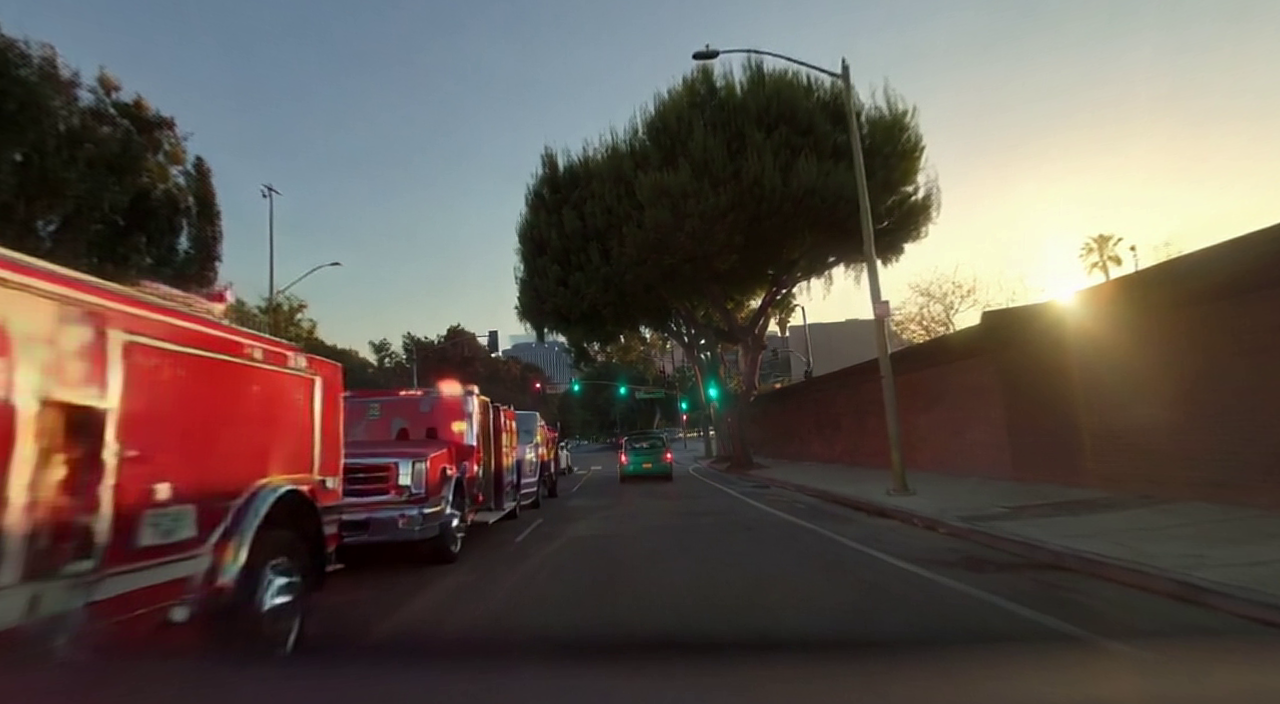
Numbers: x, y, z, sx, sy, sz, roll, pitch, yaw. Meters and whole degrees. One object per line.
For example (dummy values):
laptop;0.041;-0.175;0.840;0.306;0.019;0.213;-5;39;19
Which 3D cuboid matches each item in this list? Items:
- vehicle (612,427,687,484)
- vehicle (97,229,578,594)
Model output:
vehicle;0.194;3.698;22.854;2.332;1.831;4.930;1;-9;-4
vehicle;-3.558;1.466;12.709;3.631;3.655;12.773;0;-8;-1
